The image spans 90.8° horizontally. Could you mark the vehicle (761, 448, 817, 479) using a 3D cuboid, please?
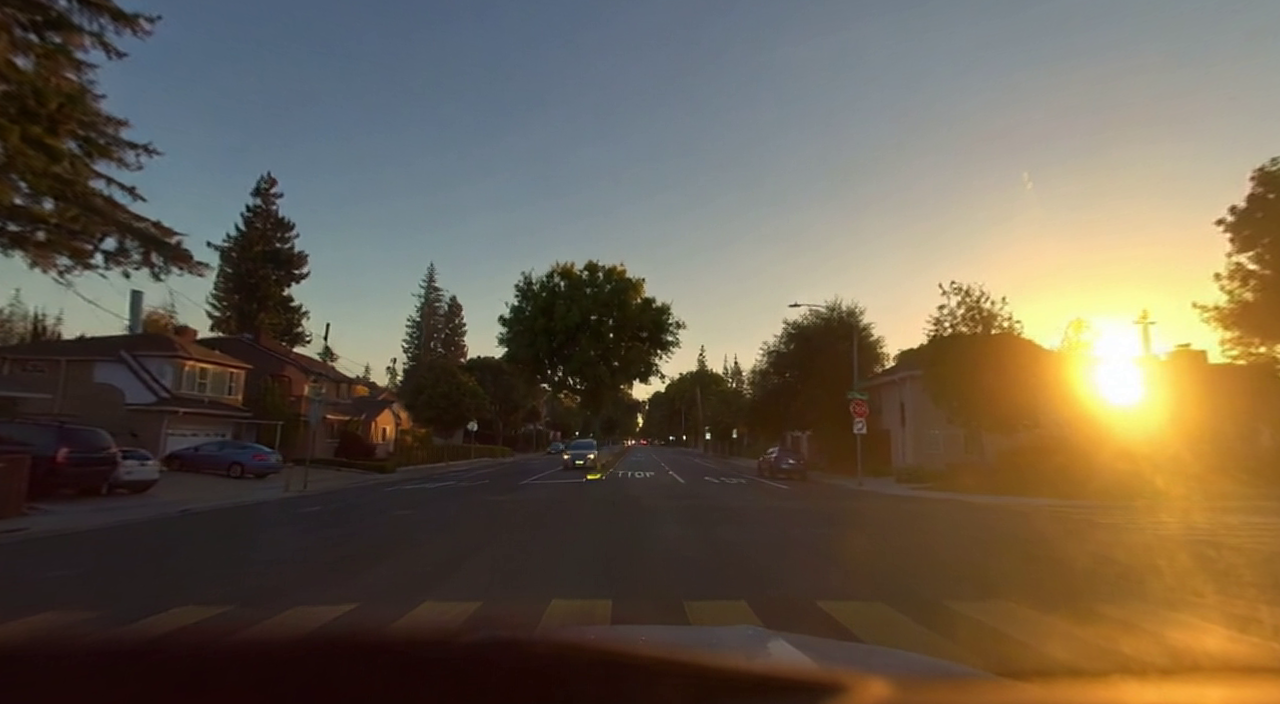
[{"bbox_3d":[8.020,6.001,34.432,2.029,1.554,4.705,0,-9,1],"label":"vehicle"}]

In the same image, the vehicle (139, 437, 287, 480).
[{"bbox_3d":[-17.919,4.492,26.715,4.743,1.734,1.994,0,-9,-1],"label":"vehicle"}]

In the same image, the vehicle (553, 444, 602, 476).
[{"bbox_3d":[-3.028,5.338,31.432,2.014,1.499,3.999,0,-9,0],"label":"vehicle"}]

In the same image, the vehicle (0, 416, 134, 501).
[{"bbox_3d":[-17.917,3.017,18.070,4.800,2.259,2.303,0,-9,0],"label":"vehicle"}]
